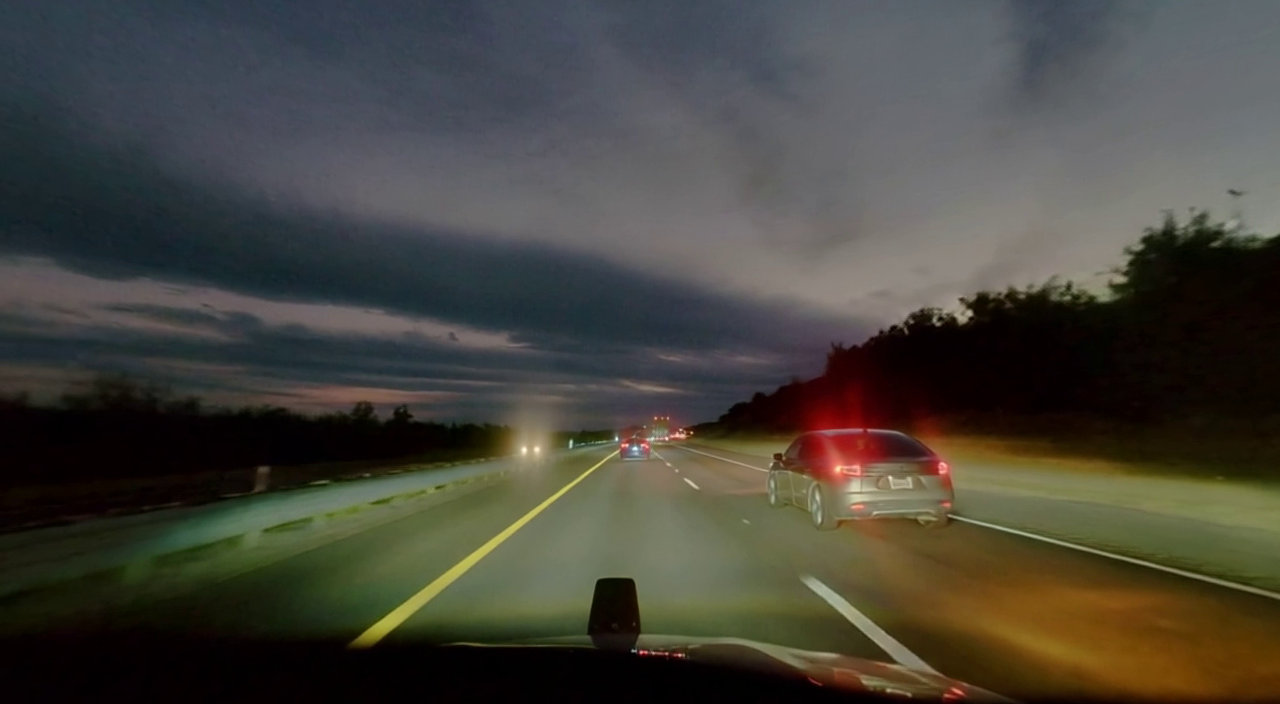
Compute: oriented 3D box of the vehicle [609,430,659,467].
[{"bbox_3d":[-0.313,4.619,30.317,2.216,1.623,4.220,0,-8,-1],"label":"vehicle"}]
